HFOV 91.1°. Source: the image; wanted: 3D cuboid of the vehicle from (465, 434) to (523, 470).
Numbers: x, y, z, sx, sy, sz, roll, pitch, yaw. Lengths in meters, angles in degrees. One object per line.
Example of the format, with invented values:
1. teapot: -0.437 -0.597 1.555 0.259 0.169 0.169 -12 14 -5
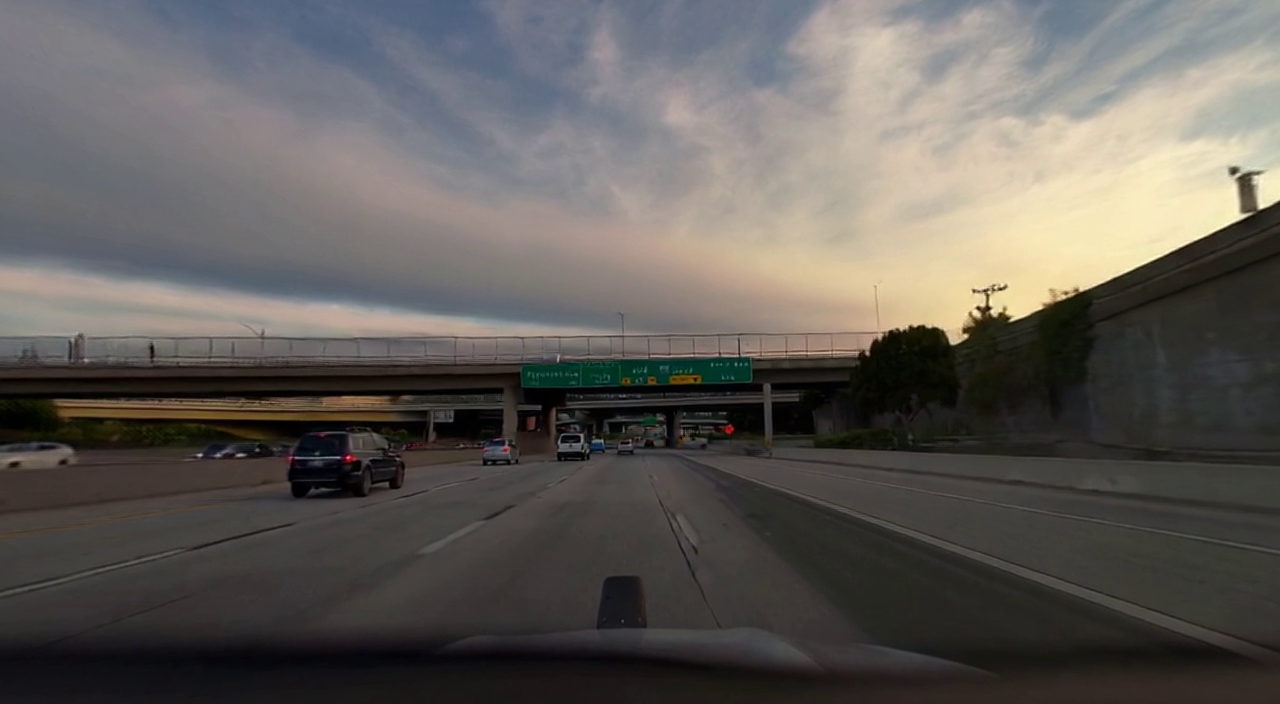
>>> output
1. vehicle: -7.940 5.473 34.562 2.109 1.784 4.709 0 -8 -1

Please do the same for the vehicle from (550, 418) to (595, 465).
1. vehicle: -4.391 5.998 41.892 2.301 2.843 6.458 0 -8 -1

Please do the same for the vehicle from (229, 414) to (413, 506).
1. vehicle: -7.682 2.647 15.803 2.179 1.948 4.618 0 -8 0

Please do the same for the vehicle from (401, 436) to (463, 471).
1. vehicle: -11.230 5.498 34.207 1.900 1.726 4.236 0 -8 0
